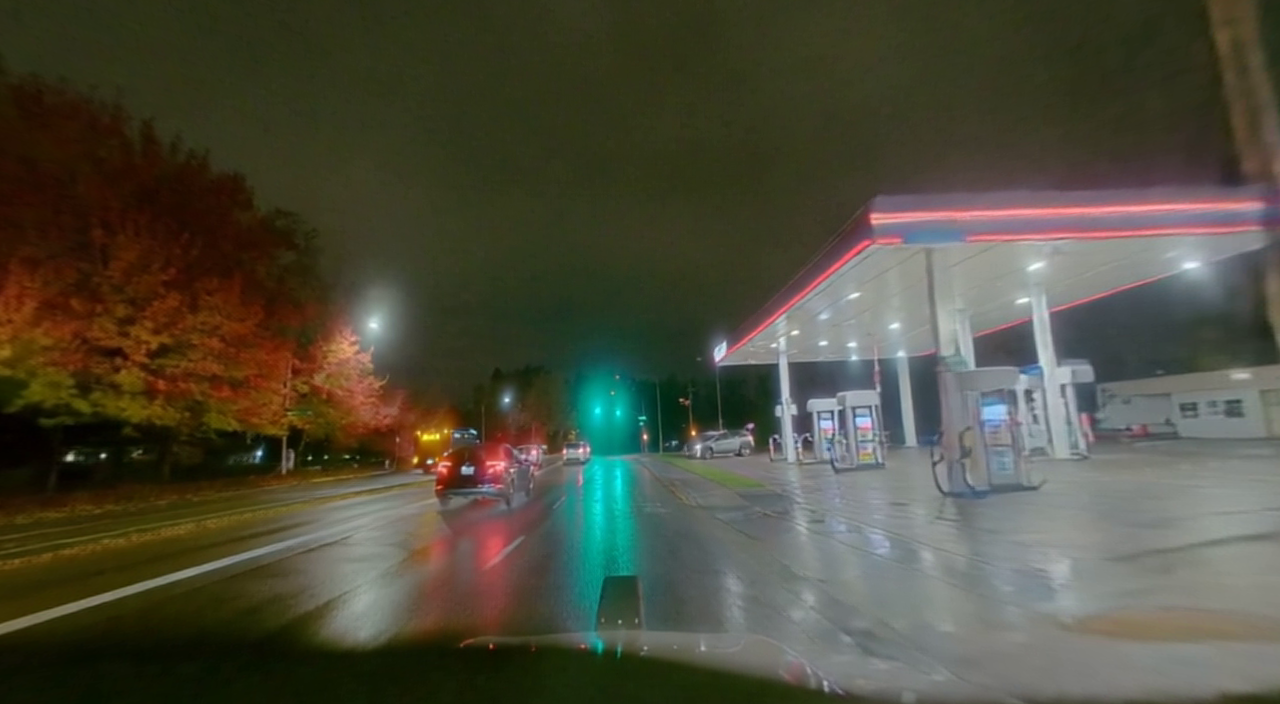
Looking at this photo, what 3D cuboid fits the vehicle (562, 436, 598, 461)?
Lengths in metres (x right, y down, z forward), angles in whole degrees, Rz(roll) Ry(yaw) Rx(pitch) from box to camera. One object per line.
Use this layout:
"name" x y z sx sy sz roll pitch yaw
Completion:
"vehicle" -4.325 7.045 45.738 2.365 1.751 3.904 0 -9 -3

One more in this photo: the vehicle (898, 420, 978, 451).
"vehicle" 19.439 5.452 40.977 4.172 1.687 1.773 -3 -8 -3

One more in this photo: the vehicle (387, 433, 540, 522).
"vehicle" -3.354 2.477 12.847 2.092 1.507 4.078 0 -9 -2

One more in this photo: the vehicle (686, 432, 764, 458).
"vehicle" 5.723 6.339 42.639 4.894 1.451 2.089 -2 -8 -2

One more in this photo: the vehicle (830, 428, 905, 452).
"vehicle" 14.779 5.755 40.867 4.064 1.507 2.078 0 -9 -1
